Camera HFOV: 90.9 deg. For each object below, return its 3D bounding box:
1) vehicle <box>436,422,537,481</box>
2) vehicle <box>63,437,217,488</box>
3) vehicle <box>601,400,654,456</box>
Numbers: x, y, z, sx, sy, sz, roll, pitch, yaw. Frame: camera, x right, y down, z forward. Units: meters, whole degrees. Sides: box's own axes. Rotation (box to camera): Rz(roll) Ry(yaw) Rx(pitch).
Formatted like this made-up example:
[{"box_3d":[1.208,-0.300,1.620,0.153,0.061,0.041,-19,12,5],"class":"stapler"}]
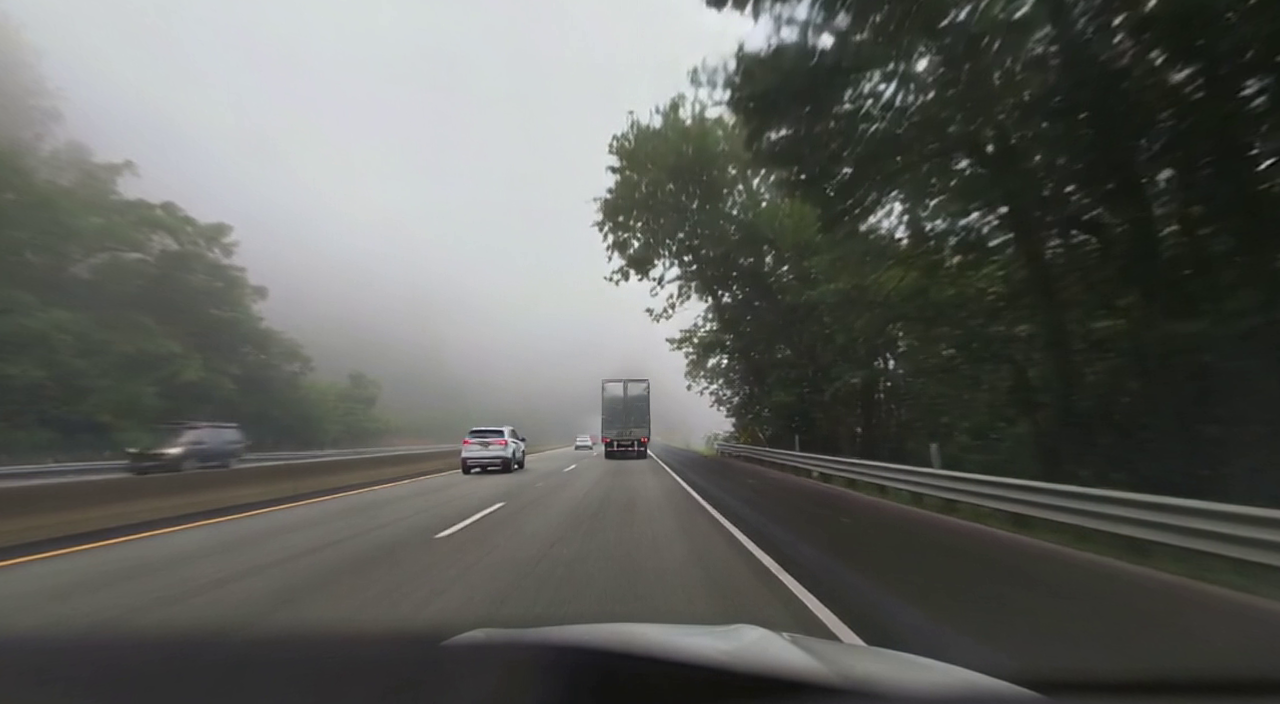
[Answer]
[{"box_3d":[-4.853,3.218,20.636,2.138,1.697,4.587,0,-8,0],"class":"vehicle"},{"box_3d":[-18.022,3.959,23.058,2.024,1.664,4.381,0,-8,0],"class":"vehicle"},{"box_3d":[-0.584,3.480,28.630,2.319,2.461,1.270,1,-8,-3],"class":"vehicle"}]
